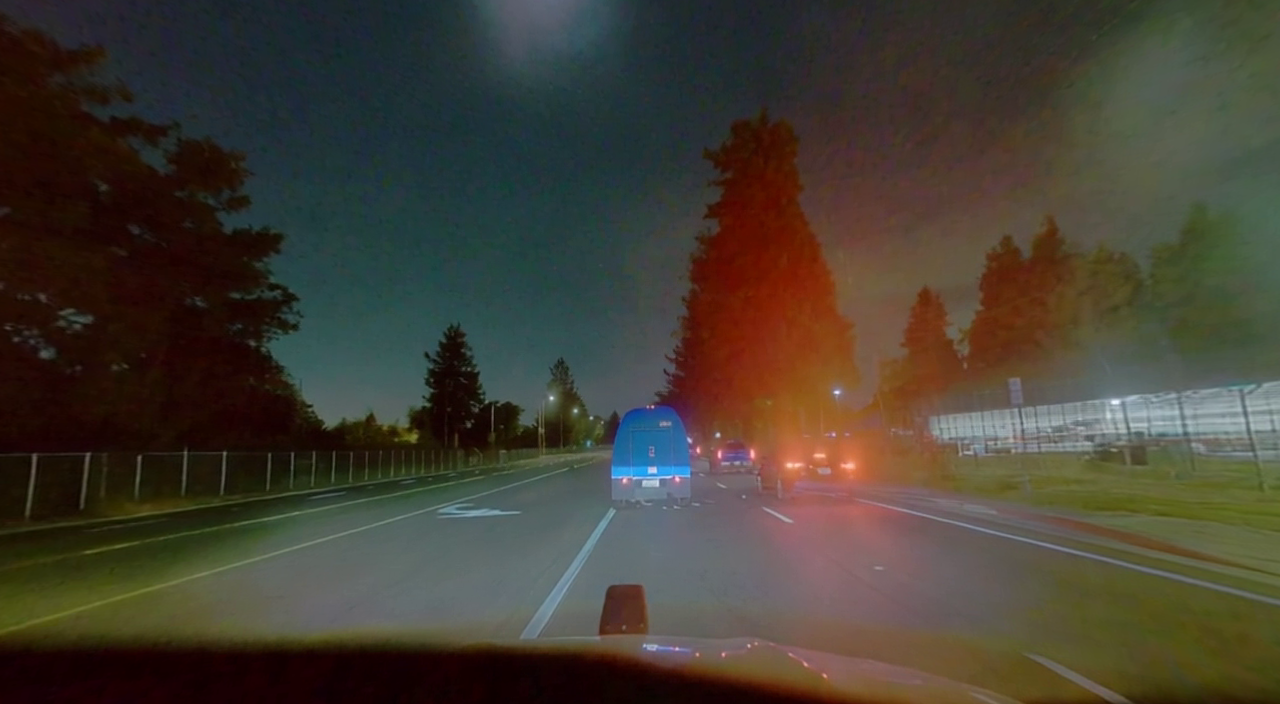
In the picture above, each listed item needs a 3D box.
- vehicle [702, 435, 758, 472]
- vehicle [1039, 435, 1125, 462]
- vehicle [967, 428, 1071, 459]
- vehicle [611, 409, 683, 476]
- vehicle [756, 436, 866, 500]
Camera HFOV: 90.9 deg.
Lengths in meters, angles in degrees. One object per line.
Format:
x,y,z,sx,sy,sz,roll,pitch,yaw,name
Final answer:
4.862,5.616,34.994,2.375,1.857,5.100,0,-8,0,vehicle
22.889,5.011,32.680,3.251,1.321,1.555,0,-8,-1,vehicle
23.029,5.610,38.450,4.995,1.543,1.899,-4,-8,1,vehicle
0.474,4.579,31.809,3.197,2.963,7.055,0,-8,2,vehicle
4.768,3.286,18.299,2.001,1.621,4.208,0,-8,0,vehicle
